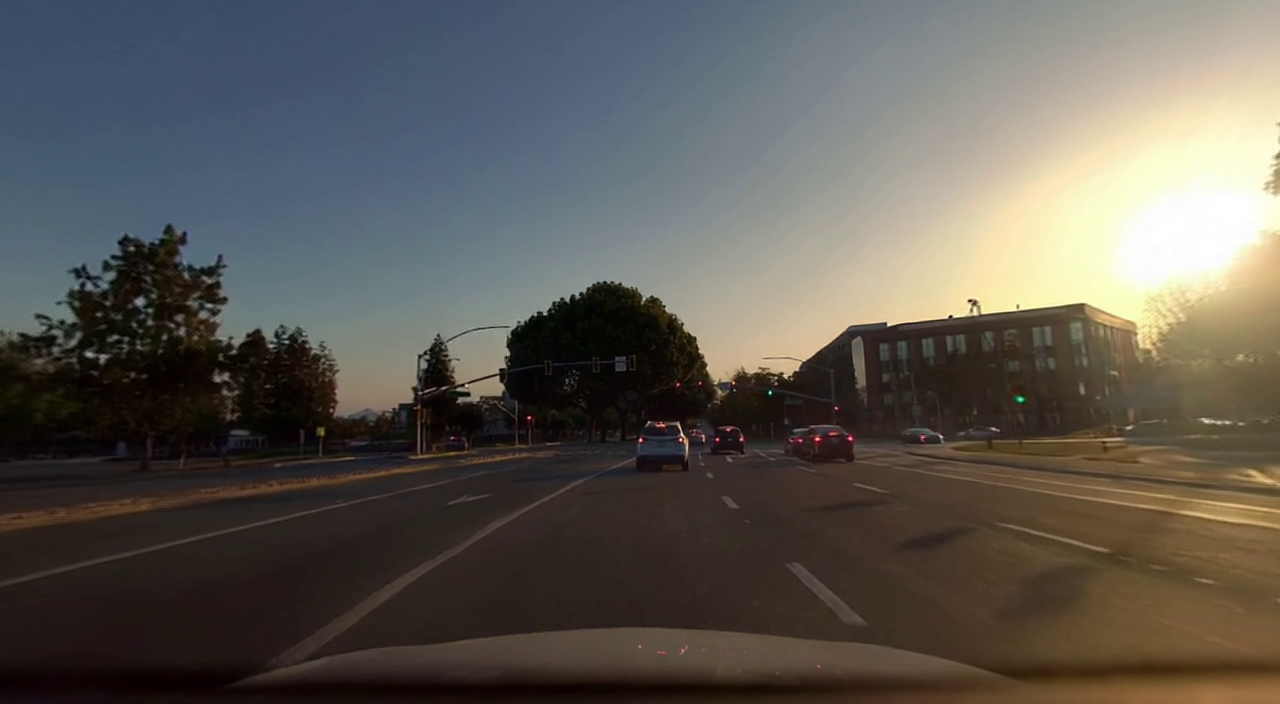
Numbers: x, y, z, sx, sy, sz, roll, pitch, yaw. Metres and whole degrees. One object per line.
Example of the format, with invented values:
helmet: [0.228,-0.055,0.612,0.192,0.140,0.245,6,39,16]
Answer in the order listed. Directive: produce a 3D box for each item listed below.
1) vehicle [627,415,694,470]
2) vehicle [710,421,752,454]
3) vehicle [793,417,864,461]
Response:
vehicle: [0.775,3.300,22.999,2.211,1.795,4.179,-1,-9,3]
vehicle: [5.263,5.044,36.862,2.188,1.774,4.646,-1,-9,7]
vehicle: [8.294,3.898,28.244,2.074,1.791,4.393,-1,-9,4]
